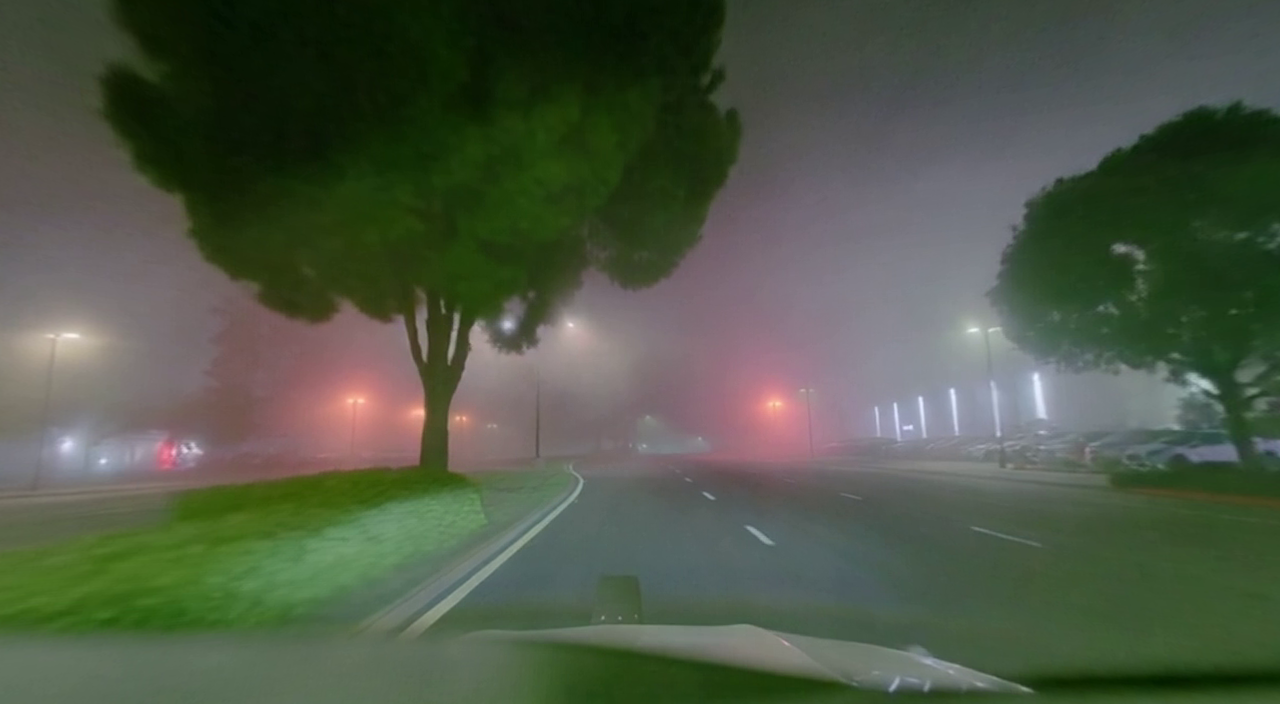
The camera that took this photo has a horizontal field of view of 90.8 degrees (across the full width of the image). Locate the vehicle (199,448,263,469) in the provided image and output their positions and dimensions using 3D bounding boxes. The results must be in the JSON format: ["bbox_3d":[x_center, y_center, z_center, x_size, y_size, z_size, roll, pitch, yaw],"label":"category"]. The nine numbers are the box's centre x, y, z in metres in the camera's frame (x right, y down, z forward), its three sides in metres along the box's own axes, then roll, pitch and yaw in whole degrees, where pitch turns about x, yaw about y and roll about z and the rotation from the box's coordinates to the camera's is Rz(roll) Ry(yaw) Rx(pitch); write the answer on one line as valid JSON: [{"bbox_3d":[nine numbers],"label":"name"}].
[{"bbox_3d":[-31.245,8.113,48.423,1.863,1.525,4.518,0,-9,0],"label":"vehicle"}]

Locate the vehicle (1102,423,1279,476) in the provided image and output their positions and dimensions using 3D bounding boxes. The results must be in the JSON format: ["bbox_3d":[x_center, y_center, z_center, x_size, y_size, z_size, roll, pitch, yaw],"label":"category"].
[{"bbox_3d":[20.429,3.529,22.896,5.462,1.785,2.323,0,-9,1],"label":"vehicle"}]
